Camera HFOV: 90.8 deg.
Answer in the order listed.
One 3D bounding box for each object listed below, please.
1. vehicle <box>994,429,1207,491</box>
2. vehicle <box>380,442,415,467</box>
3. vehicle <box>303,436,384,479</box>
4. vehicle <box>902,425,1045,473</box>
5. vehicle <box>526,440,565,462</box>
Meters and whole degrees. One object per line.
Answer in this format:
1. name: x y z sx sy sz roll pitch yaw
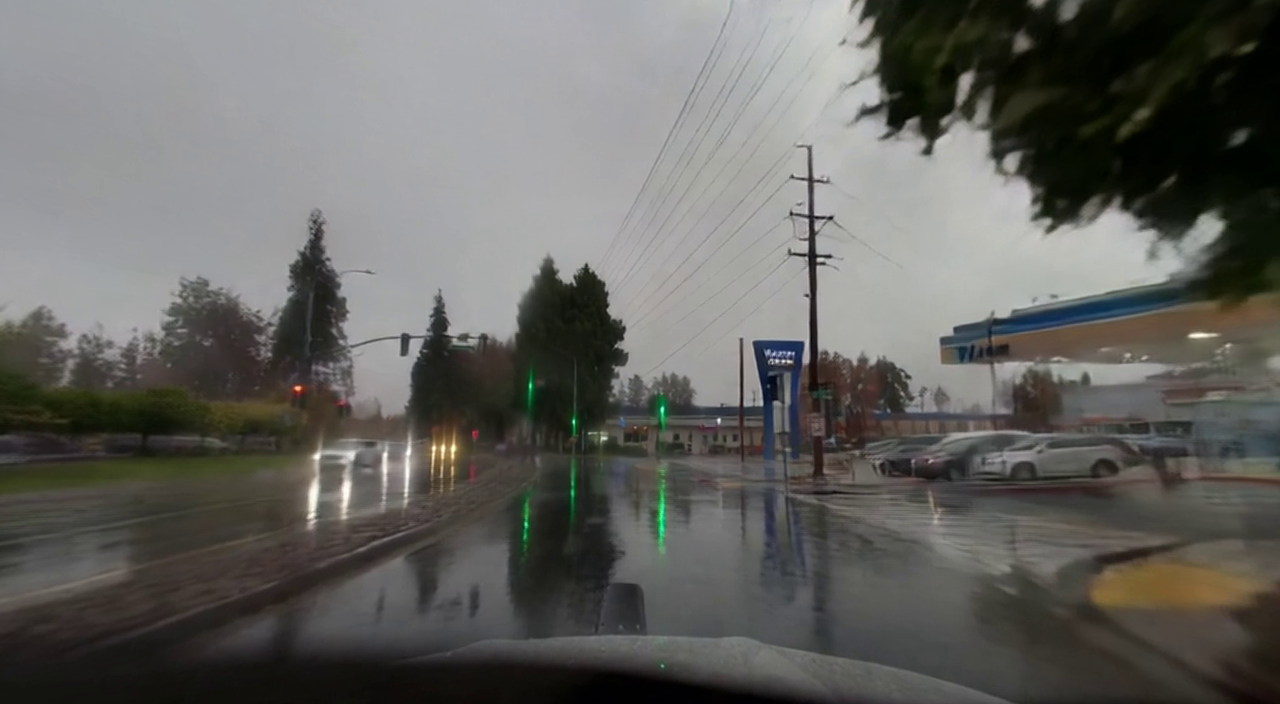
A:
1. vehicle: 14.178 3.310 19.720 4.996 1.720 2.027 0 -5 2
2. vehicle: -16.643 7.015 43.492 1.863 1.439 4.351 1 -7 -17
3. vehicle: -12.173 4.308 26.234 1.918 1.628 4.011 1 -8 -8
4. vehicle: 13.306 3.896 25.453 4.444 1.815 2.239 0 -8 1
5. vehicle: -6.934 7.169 46.163 2.094 1.500 3.682 3 -8 -19
